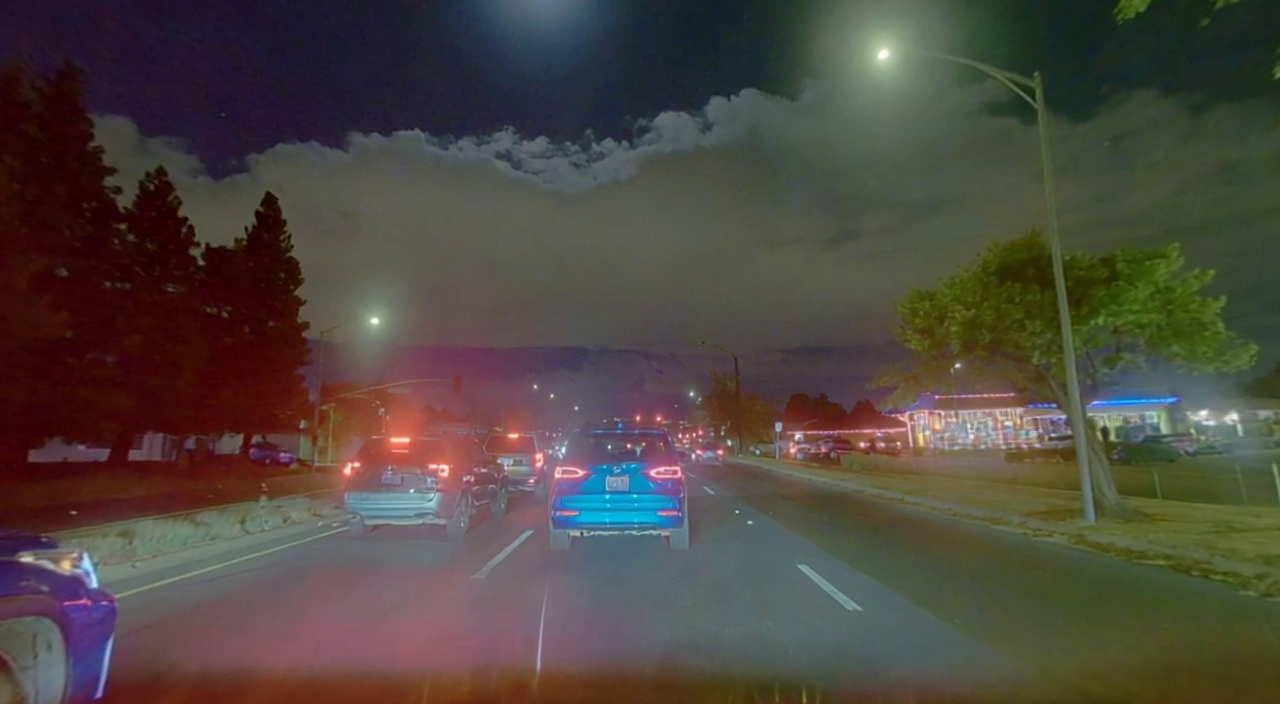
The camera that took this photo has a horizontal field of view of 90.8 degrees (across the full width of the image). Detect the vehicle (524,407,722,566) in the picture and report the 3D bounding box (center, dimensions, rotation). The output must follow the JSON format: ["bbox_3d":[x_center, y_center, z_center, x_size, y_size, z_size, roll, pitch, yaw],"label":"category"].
[{"bbox_3d":[-0.199,1.741,8.873,2.112,1.693,4.058,0,-8,0],"label":"vehicle"}]

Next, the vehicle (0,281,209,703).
[{"bbox_3d":[-3.517,0.509,0.956,2.304,1.928,4.833,0,-8,0],"label":"vehicle"}]

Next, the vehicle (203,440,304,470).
[{"bbox_3d":[-28.507,7.572,46.835,5.856,2.096,2.481,3,-9,-18],"label":"vehicle"}]

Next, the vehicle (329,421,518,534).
[{"bbox_3d":[-3.657,2.201,11.655,1.948,1.668,4.279,0,-8,0],"label":"vehicle"}]
